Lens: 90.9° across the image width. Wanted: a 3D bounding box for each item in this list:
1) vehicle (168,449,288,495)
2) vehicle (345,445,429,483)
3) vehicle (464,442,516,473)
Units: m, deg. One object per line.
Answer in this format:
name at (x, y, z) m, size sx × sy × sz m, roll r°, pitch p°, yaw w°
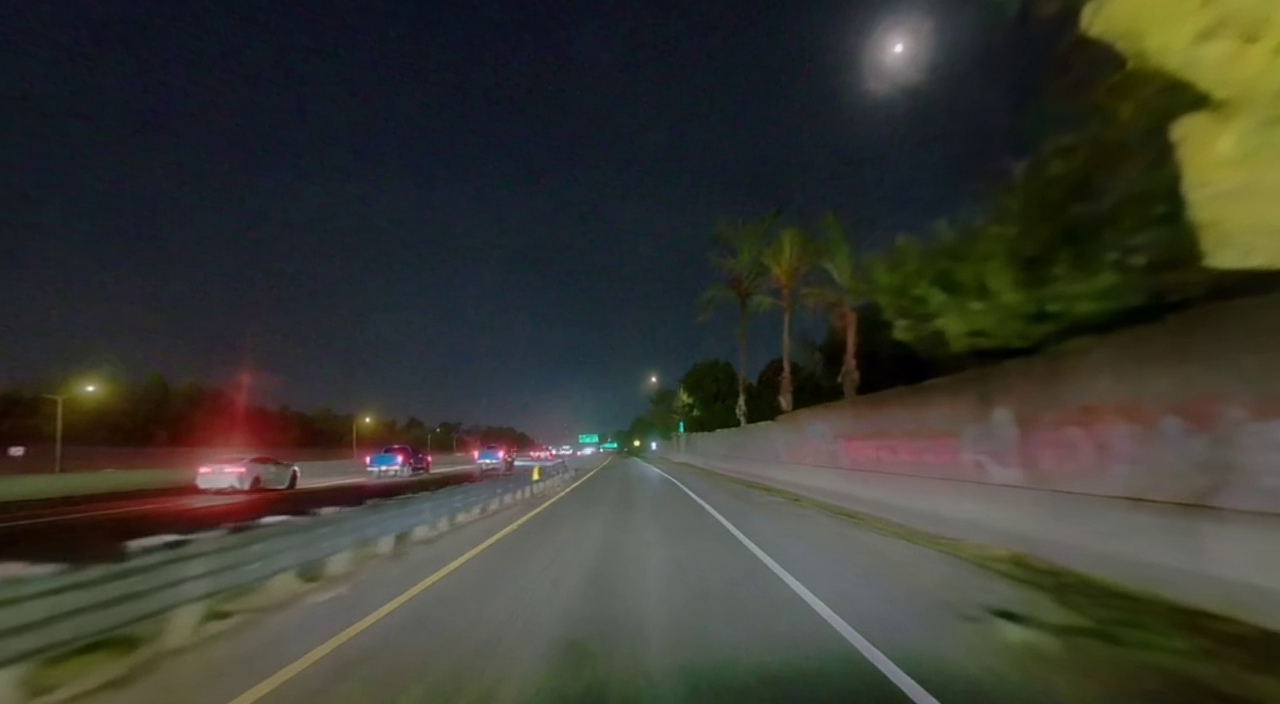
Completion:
vehicle at (-18.041, 5.242, 27.980) m, size 2.078 × 1.802 × 4.723 m, roll 0°, pitch -9°, yaw 0°
vehicle at (-13.990, 6.210, 35.405) m, size 2.272 × 1.882 × 5.941 m, roll 0°, pitch -9°, yaw 0°
vehicle at (-10.536, 7.451, 44.765) m, size 2.342 × 1.999 × 5.594 m, roll 0°, pitch -9°, yaw 0°
